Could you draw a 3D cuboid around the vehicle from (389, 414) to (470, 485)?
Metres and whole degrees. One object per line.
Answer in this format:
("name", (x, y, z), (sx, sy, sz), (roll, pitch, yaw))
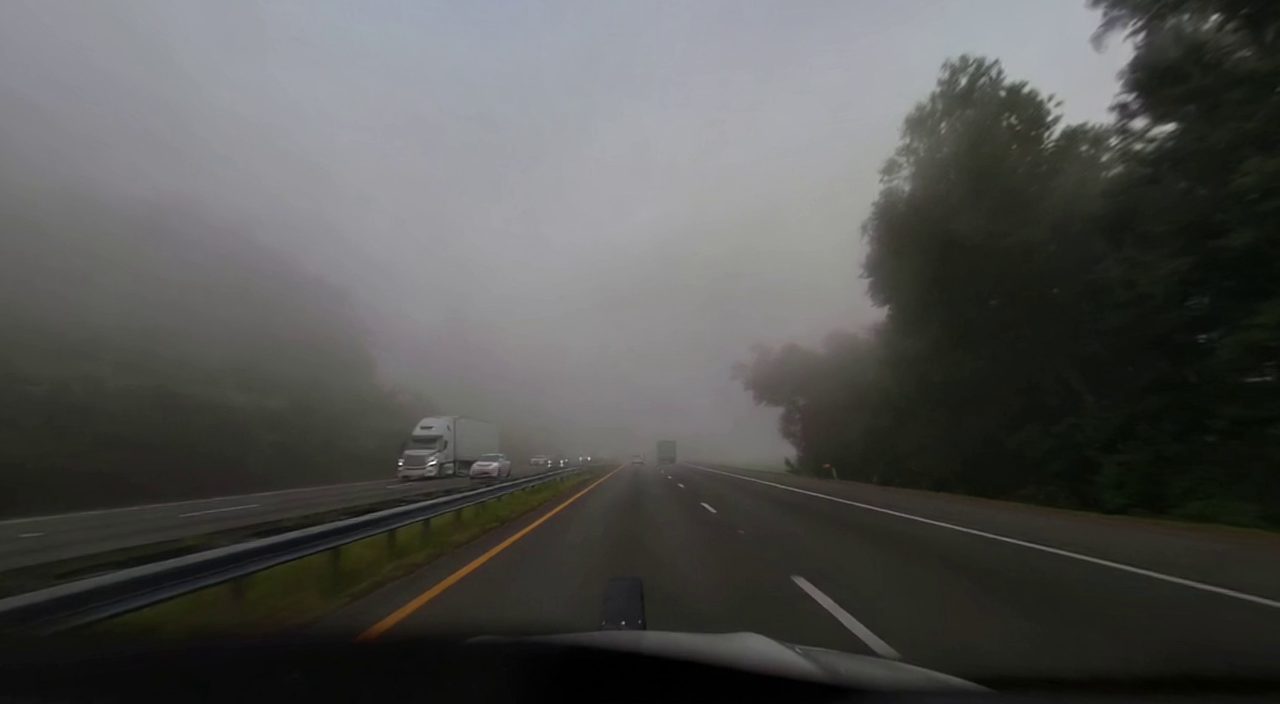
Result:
("vehicle", (-12.883, 6.015, 39.107), (2.979, 4.027, 5.788), (0, -9, -1))

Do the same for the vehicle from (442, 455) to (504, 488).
("vehicle", (-8.206, 5.870, 31.309), (1.818, 1.448, 4.428), (0, -9, 0))
